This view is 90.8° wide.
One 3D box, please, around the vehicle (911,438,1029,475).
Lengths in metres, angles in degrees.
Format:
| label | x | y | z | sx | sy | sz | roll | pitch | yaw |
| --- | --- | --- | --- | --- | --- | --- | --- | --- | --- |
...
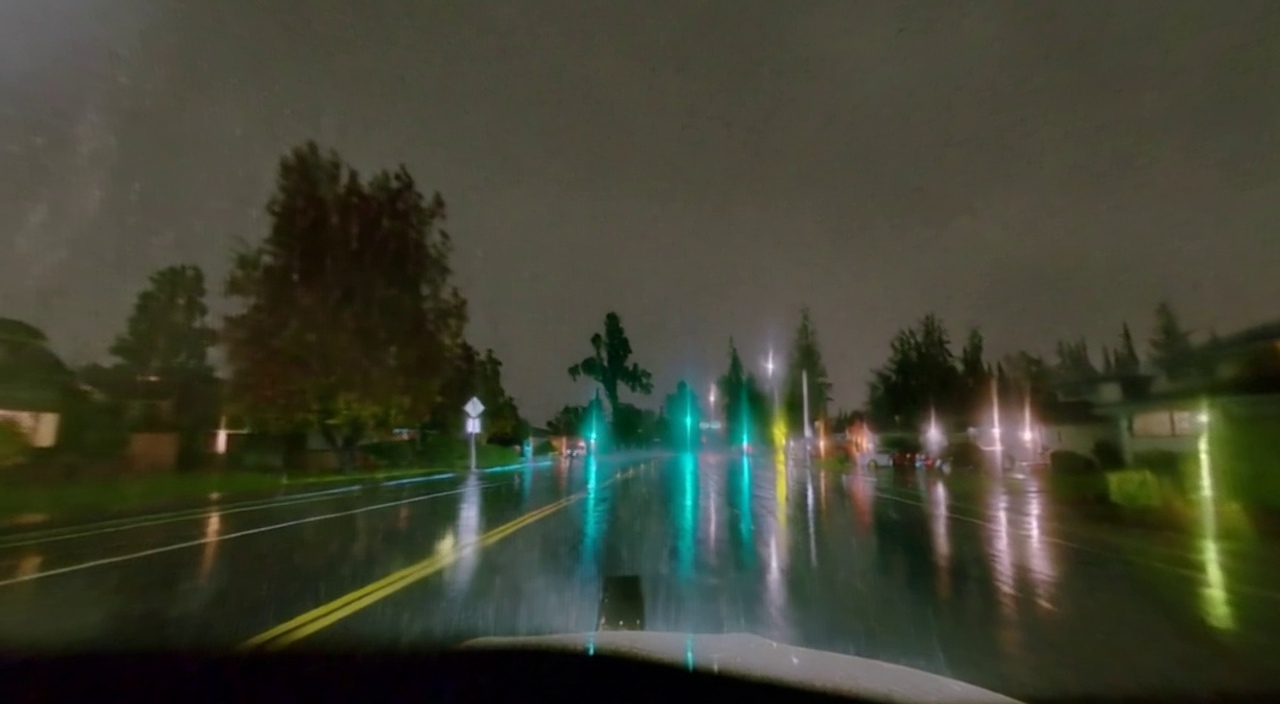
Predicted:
| label | x | y | z | sx | sy | sz | roll | pitch | yaw |
| --- | --- | --- | --- | --- | --- | --- | --- | --- | --- |
| vehicle | 17.037 | 5.390 | 32.806 | 4.854 | 1.803 | 2.179 | 0 | -8 | 0 |
